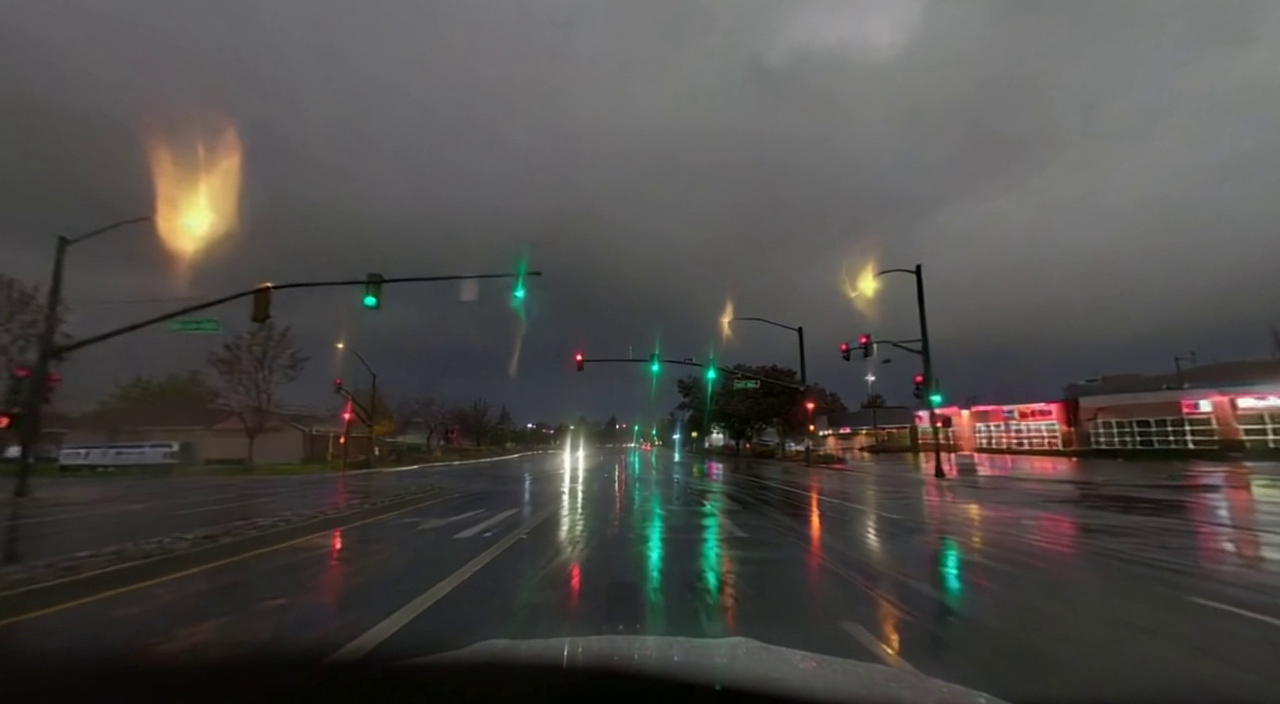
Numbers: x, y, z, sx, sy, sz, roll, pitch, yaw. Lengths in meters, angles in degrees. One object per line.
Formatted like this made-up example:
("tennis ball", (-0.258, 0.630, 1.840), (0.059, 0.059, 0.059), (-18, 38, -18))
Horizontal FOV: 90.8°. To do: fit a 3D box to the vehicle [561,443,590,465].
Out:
("vehicle", (-5.027, 7.963, 49.526), (1.866, 1.513, 4.458), (-1, -8, -1))
